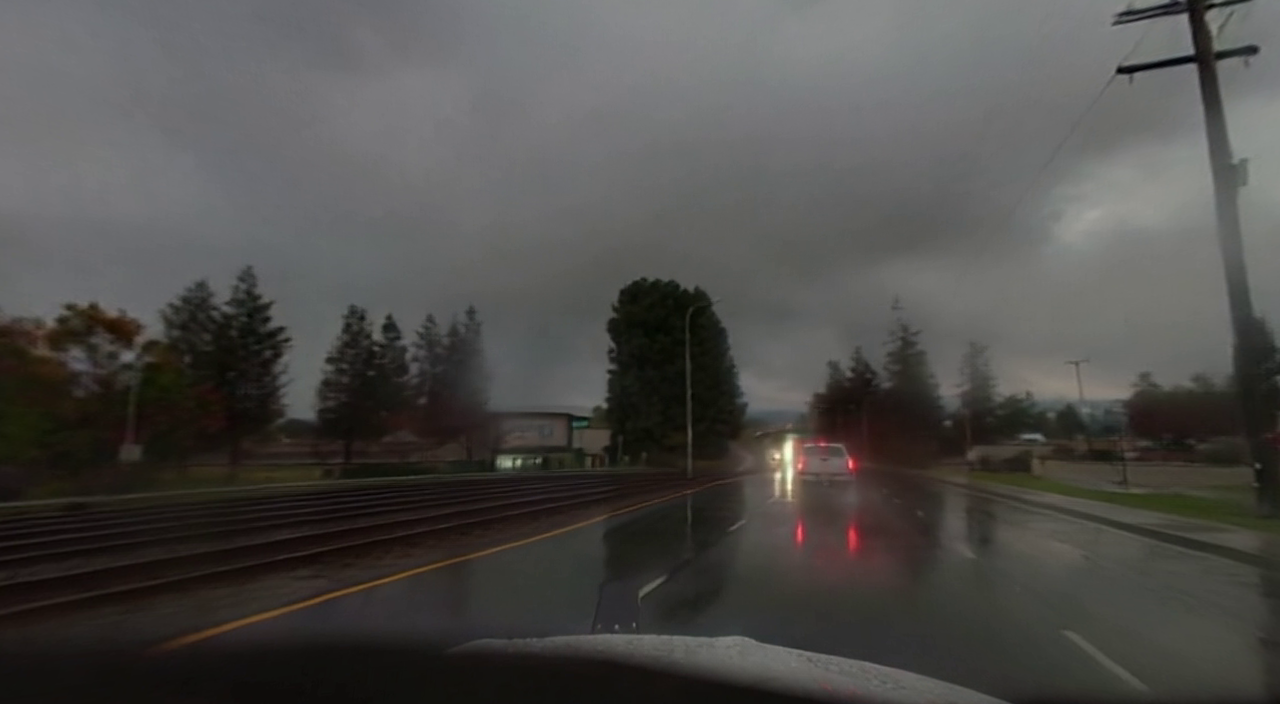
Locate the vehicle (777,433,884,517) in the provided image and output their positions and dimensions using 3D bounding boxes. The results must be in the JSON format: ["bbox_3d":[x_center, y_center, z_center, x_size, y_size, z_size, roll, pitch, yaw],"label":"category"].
[{"bbox_3d":[5.390,3.330,17.716,2.404,1.926,5.251,-3,-9,18],"label":"vehicle"}]
